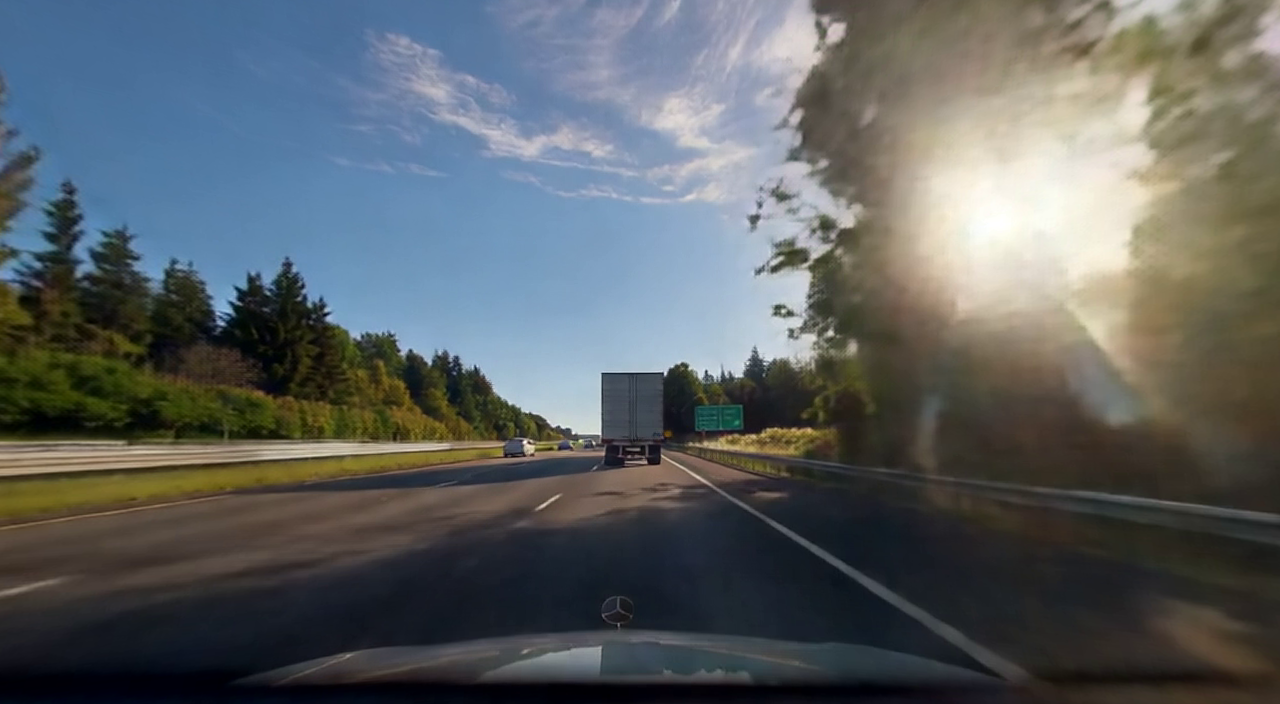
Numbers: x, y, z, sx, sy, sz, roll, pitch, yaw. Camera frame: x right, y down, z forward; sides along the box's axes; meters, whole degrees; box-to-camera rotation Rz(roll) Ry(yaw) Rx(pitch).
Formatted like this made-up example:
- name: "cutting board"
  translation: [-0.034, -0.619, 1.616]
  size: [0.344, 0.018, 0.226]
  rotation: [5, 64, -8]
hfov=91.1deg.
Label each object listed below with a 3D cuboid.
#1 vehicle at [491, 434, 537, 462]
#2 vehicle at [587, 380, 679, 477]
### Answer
- name: "vehicle"
  translation: [-7.166, 5.464, 36.082]
  size: [1.856, 1.479, 3.710]
  rotation: [0, -8, 0]
- name: "vehicle"
  translation: [-0.335, 3.643, 29.487]
  size: [3.033, 3.223, 14.836]
  rotation: [3, -8, 0]
